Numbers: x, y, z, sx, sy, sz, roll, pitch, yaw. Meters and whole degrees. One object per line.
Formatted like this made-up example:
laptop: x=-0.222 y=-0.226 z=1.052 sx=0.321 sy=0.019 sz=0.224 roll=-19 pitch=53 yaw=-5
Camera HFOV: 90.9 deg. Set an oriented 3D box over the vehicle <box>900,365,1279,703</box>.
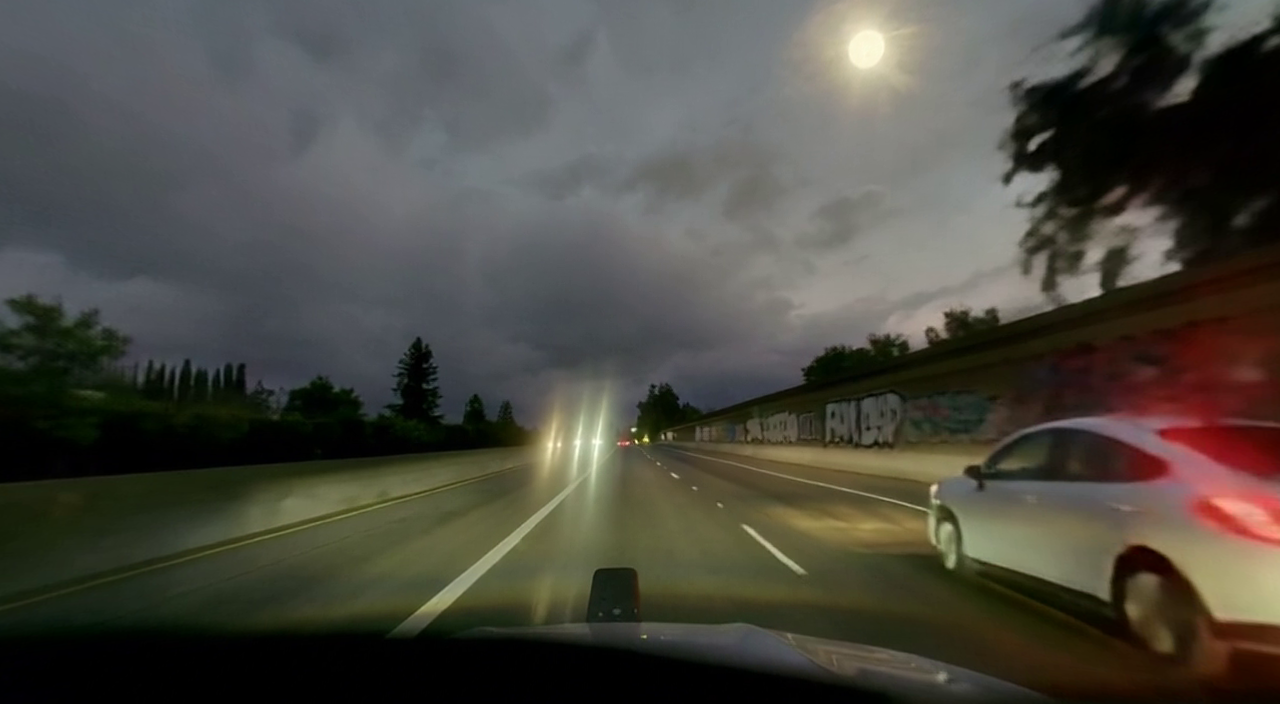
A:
vehicle: x=3.477 y=1.060 z=4.212 sx=1.841 sy=1.556 sz=3.618 roll=0 pitch=-8 yaw=-1
